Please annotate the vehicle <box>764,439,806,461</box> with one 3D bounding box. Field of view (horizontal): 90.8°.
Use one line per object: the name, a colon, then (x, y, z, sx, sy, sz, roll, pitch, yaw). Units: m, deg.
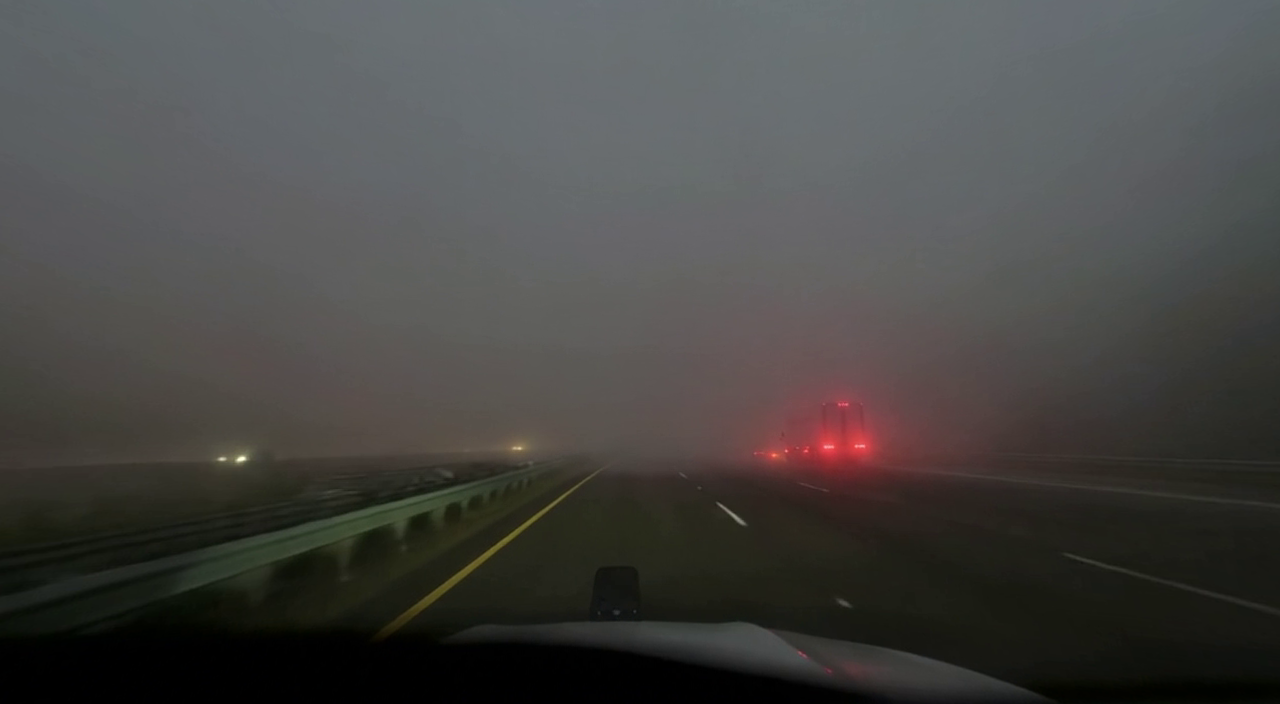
vehicle: (11.206, 7.623, 49.217, 2.229, 1.599, 4.253, 0, -8, 0)
